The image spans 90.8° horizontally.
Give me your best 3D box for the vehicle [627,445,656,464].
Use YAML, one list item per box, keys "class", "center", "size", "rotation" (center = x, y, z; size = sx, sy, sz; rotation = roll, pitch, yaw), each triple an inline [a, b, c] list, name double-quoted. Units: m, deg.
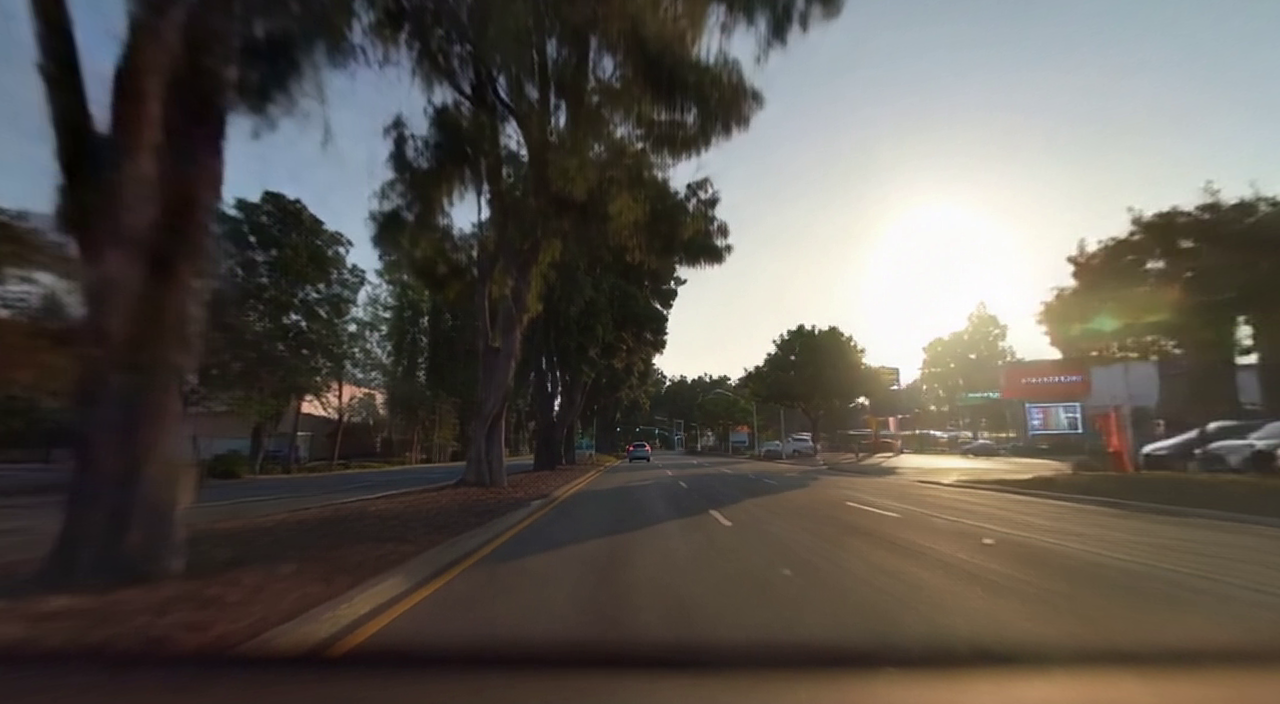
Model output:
- class: "vehicle"
  center: [0.104, 8.055, 49.751]
  size: [2.159, 1.461, 4.142]
  rotation: [0, -8, -1]
